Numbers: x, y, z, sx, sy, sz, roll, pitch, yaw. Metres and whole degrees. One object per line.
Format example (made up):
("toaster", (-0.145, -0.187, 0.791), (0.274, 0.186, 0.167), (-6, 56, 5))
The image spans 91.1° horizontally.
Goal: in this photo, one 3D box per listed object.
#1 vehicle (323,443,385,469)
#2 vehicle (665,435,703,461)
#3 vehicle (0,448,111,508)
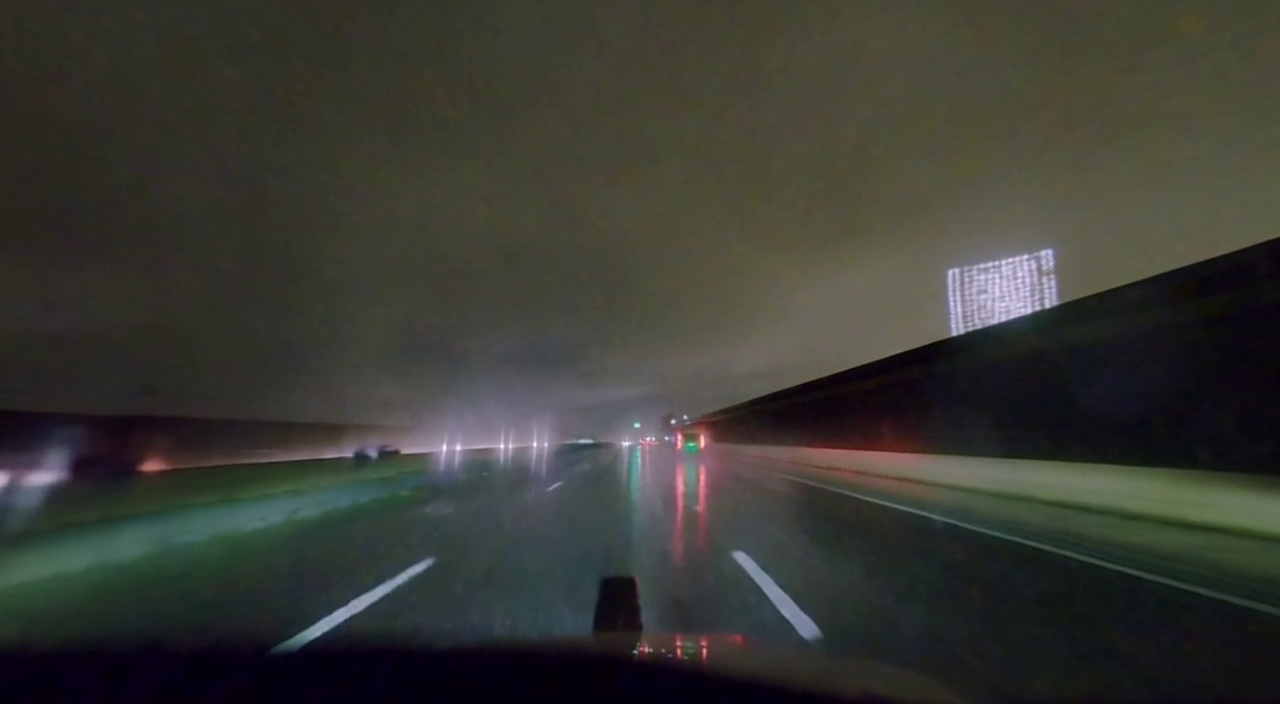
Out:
("vehicle", (-17.374, 6.310, 38.426), (1.856, 1.500, 3.975), (0, -8, 2))
("vehicle", (2.555, 5.661, 37.257), (1.946, 1.481, 3.969), (0, -8, 0))
("vehicle", (-17.508, 3.488, 17.610), (1.805, 1.497, 4.056), (0, -8, 1))
